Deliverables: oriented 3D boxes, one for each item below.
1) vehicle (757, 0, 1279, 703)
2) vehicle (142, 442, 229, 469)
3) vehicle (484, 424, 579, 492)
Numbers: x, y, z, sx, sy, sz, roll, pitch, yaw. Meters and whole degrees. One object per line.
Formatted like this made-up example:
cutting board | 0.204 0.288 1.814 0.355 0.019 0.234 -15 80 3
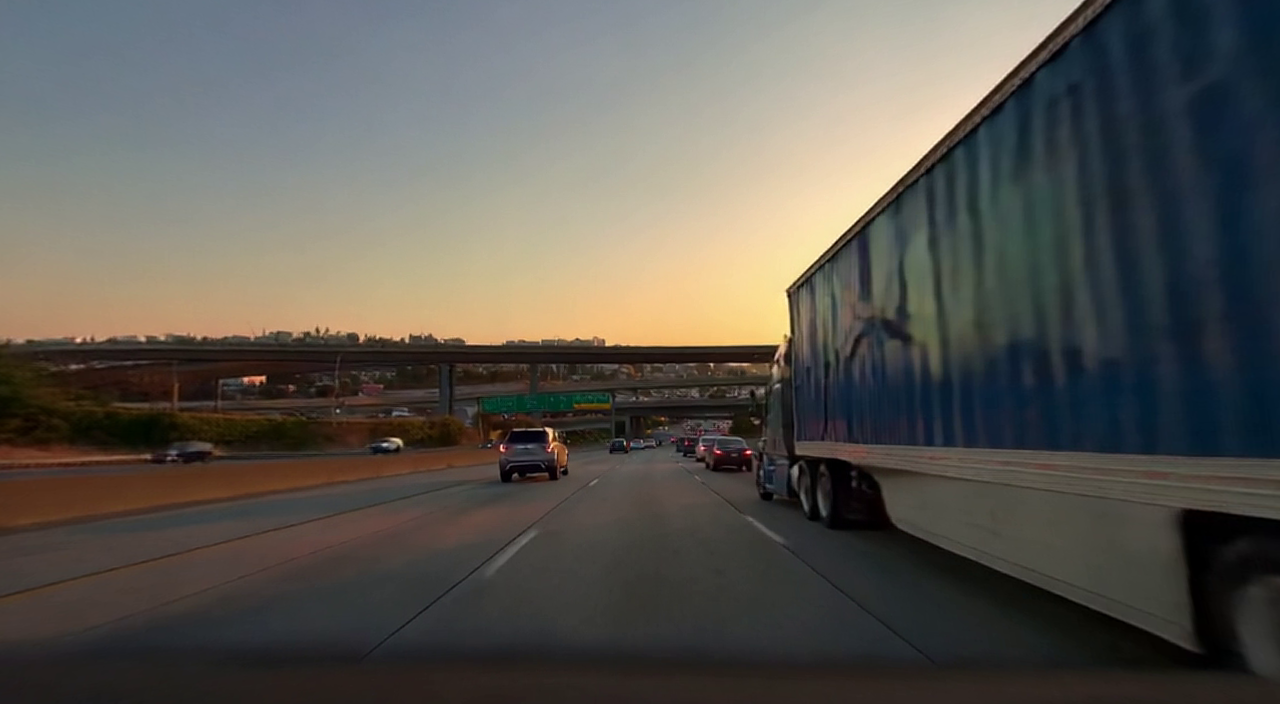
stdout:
vehicle | 3.764 -0.045 4.515 2.903 4.190 15.630 -1 -8 0
vehicle | -27.632 6.301 38.515 1.800 1.510 4.360 -2 -8 5
vehicle | -3.050 3.108 18.759 2.006 1.741 4.277 -1 -8 1
